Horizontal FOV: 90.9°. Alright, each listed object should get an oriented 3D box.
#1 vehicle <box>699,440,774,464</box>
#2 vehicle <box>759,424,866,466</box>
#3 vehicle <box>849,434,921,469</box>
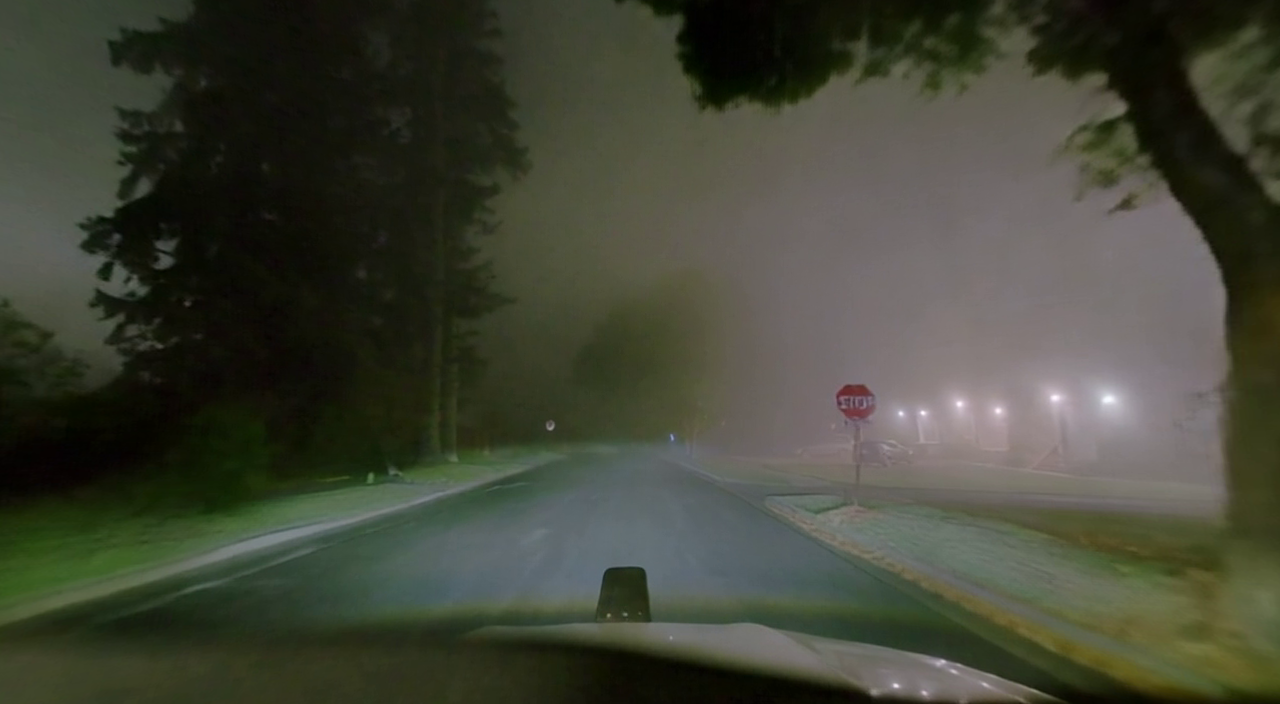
[{"bbox_3d":[5.816,6.080,38.315,4.229,1.402,1.811,0,-8,0],"label":"vehicle"},{"bbox_3d":[9.650,5.203,35.576,5.239,1.933,2.131,-4,-6,-3],"label":"vehicle"},{"bbox_3d":[11.546,4.619,29.501,2.004,1.511,4.494,-6,-10,35],"label":"vehicle"}]
